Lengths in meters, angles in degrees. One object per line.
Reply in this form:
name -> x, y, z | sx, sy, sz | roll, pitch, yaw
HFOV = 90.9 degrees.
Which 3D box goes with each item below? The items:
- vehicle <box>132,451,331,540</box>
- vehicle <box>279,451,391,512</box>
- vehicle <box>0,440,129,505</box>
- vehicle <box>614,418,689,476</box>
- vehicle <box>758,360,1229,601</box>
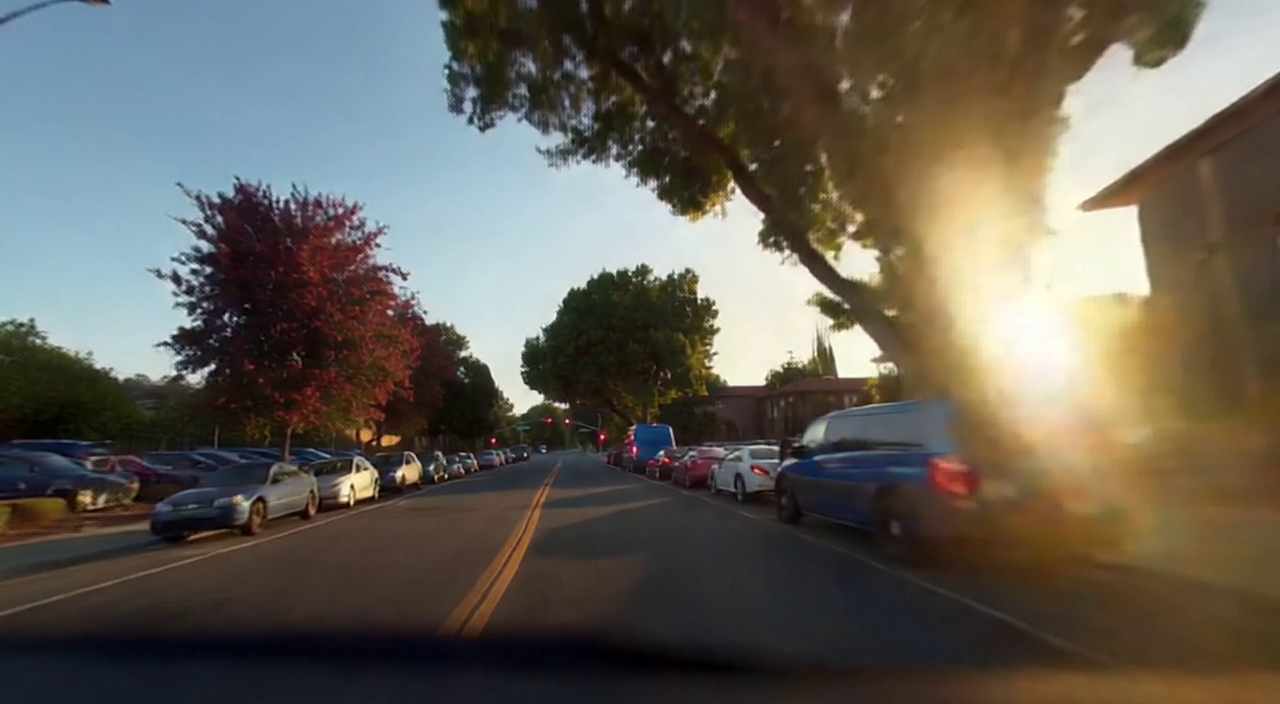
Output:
vehicle -> -8.331, 2.891, 13.412 | 1.950, 1.489, 4.214 | 0, -9, -9
vehicle -> -8.823, 3.718, 18.614 | 1.775, 1.433, 4.011 | -1, -8, -8
vehicle -> -17.606, 3.387, 17.790 | 4.422, 1.689, 2.021 | 0, -9, -6
vehicle -> 0.458, 5.316, 35.411 | 3.089, 2.882, 6.770 | 1, -9, -9
vehicle -> 3.669, 1.579, 8.766 | 2.309, 2.035, 6.647 | 0, -9, -4
